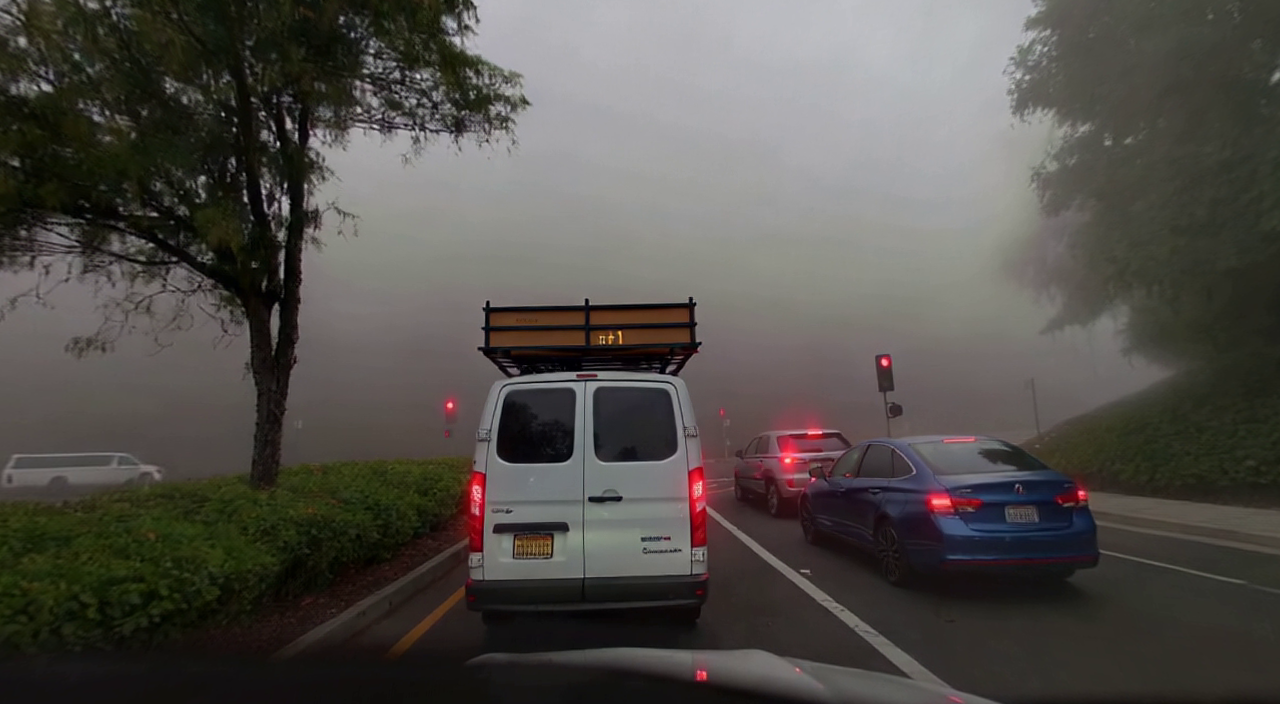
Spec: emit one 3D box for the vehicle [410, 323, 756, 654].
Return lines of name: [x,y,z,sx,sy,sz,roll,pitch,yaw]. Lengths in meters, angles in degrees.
vehicle: [-0.357,1.158,6.203,2.145,2.089,4.309,0,-9,0]

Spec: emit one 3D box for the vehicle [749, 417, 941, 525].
vehicle: [3.656,2.219,12.266,2.024,1.692,4.252,1,-9,-4]

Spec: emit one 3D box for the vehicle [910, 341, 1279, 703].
vehicle: [3.452,0.943,3.420,1.965,1.671,4.146,0,-9,-3]

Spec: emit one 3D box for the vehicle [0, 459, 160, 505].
vehicle: [-25.666,5.908,28.929,5.241,1.894,2.257,1,-9,-10]
